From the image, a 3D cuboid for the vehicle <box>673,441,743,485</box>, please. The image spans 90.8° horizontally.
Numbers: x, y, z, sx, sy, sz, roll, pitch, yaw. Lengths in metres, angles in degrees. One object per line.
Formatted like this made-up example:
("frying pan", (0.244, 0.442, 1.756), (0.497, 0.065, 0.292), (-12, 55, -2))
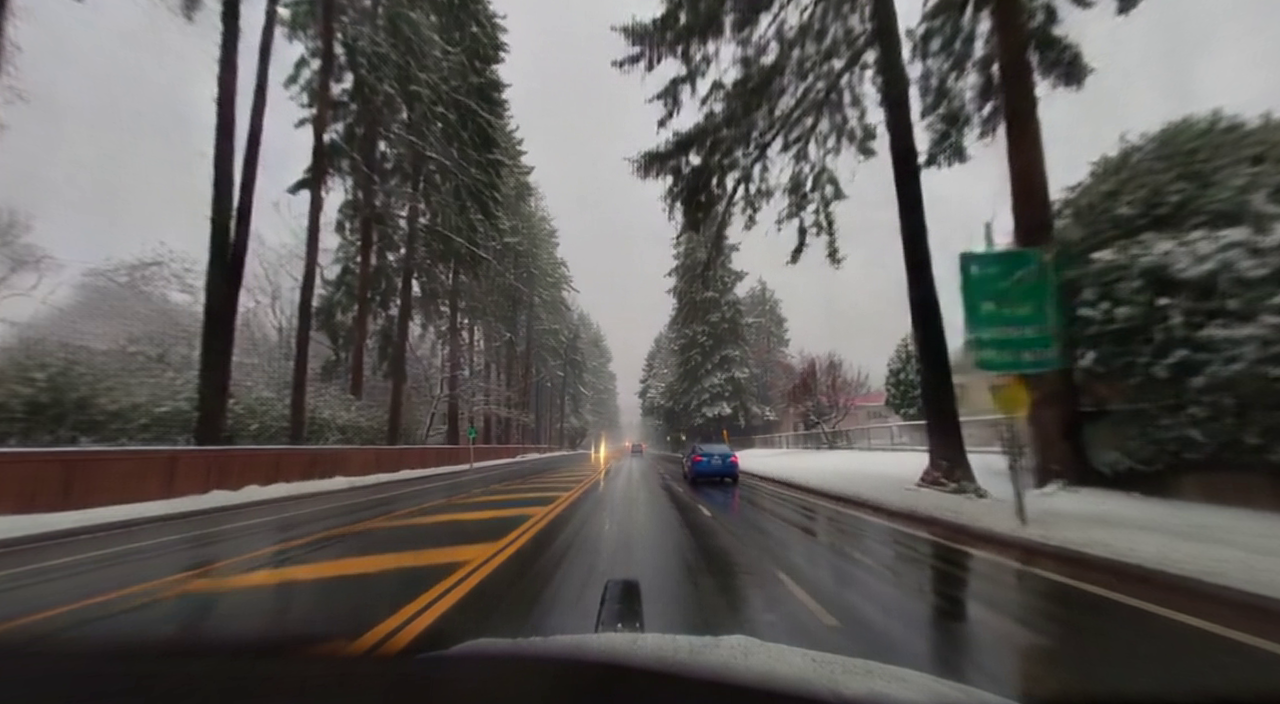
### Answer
("vehicle", (2.386, 4.019, 23.198), (1.991, 1.476, 4.153), (0, -9, -2))
